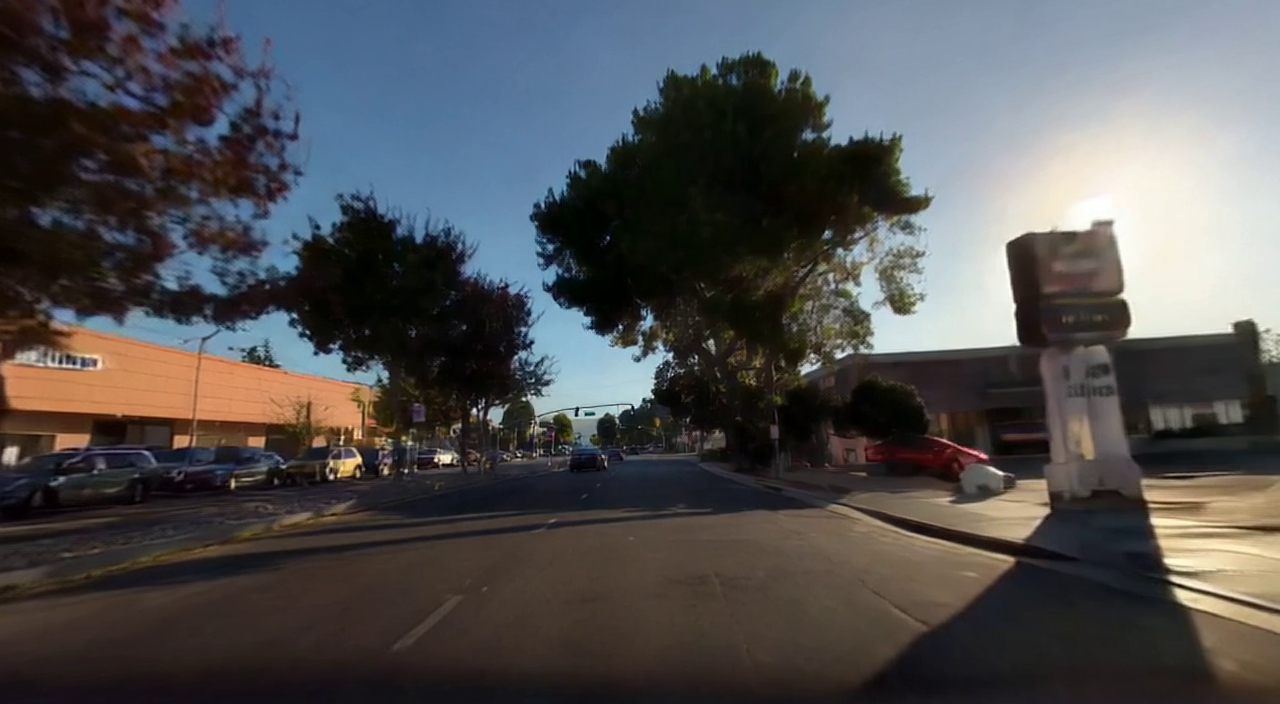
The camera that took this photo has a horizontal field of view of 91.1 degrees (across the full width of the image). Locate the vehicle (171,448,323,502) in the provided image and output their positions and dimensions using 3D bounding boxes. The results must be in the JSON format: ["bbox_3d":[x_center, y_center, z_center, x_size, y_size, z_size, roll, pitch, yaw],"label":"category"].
[{"bbox_3d":[-12.203,3.815,19.942,1.948,1.453,4.431,0,-8,0],"label":"vehicle"}]

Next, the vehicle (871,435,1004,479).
[{"bbox_3d":[10.977,3.896,23.408,3.935,1.518,1.985,0,-9,-1],"label":"vehicle"}]

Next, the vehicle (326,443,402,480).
[{"bbox_3d":[-15.080,5.994,34.640,1.936,1.813,4.921,-1,-8,0],"label":"vehicle"}]

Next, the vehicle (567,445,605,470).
[{"bbox_3d":[-3.335,6.597,39.433,1.966,1.481,4.385,0,-9,0],"label":"vehicle"}]

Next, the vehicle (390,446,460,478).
[{"bbox_3d":[-11.929,6.109,35.185,2.024,1.656,4.837,-1,-9,2],"label":"vehicle"}]

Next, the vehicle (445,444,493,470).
[{"bbox_3d":[-11.479,7.075,42.517,2.044,1.649,4.211,0,-9,0],"label":"vehicle"}]

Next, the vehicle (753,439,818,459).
[{"bbox_3d":[11.522,7.689,49.884,4.607,1.471,1.982,0,-8,-2],"label":"vehicle"}]

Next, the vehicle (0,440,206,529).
[{"bbox_3d":[-11.950,2.768,13.771,1.852,1.621,4.166,0,-8,0],"label":"vehicle"}]
